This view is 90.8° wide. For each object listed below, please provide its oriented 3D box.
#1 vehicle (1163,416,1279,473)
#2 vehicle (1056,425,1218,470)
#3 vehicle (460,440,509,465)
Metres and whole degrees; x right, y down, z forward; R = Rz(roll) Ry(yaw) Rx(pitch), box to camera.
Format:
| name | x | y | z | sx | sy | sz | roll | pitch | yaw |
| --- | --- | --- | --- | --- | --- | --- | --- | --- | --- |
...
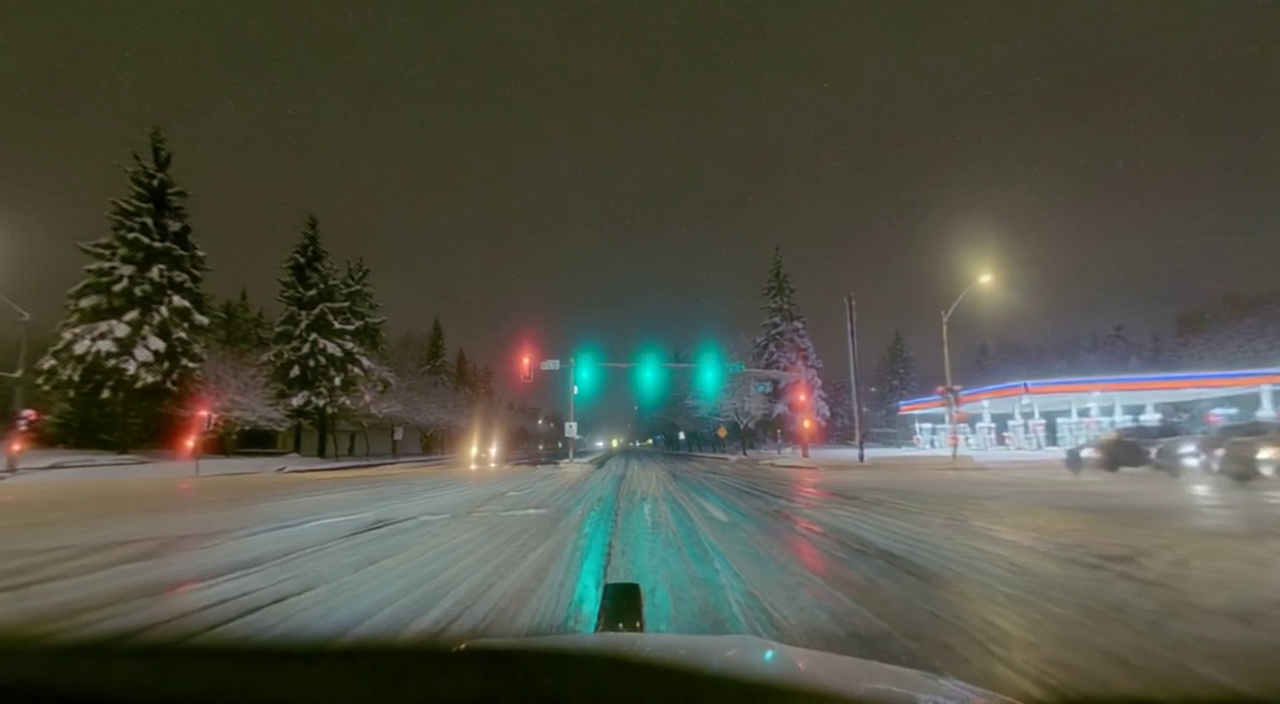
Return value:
| name | x | y | z | sx | sy | sz | roll | pitch | yaw |
| --- | --- | --- | --- | --- | --- | --- | --- | --- | --- |
| vehicle | 20.176 | 2.999 | 20.601 | 4.364 | 1.737 | 1.967 | -1 | -8 | 2 |
| vehicle | 20.846 | 4.010 | 26.692 | 4.966 | 1.778 | 2.104 | -1 | -8 | 2 |
| vehicle | -10.121 | 6.556 | 41.375 | 2.029 | 1.452 | 4.598 | -3 | -8 | 0 |
